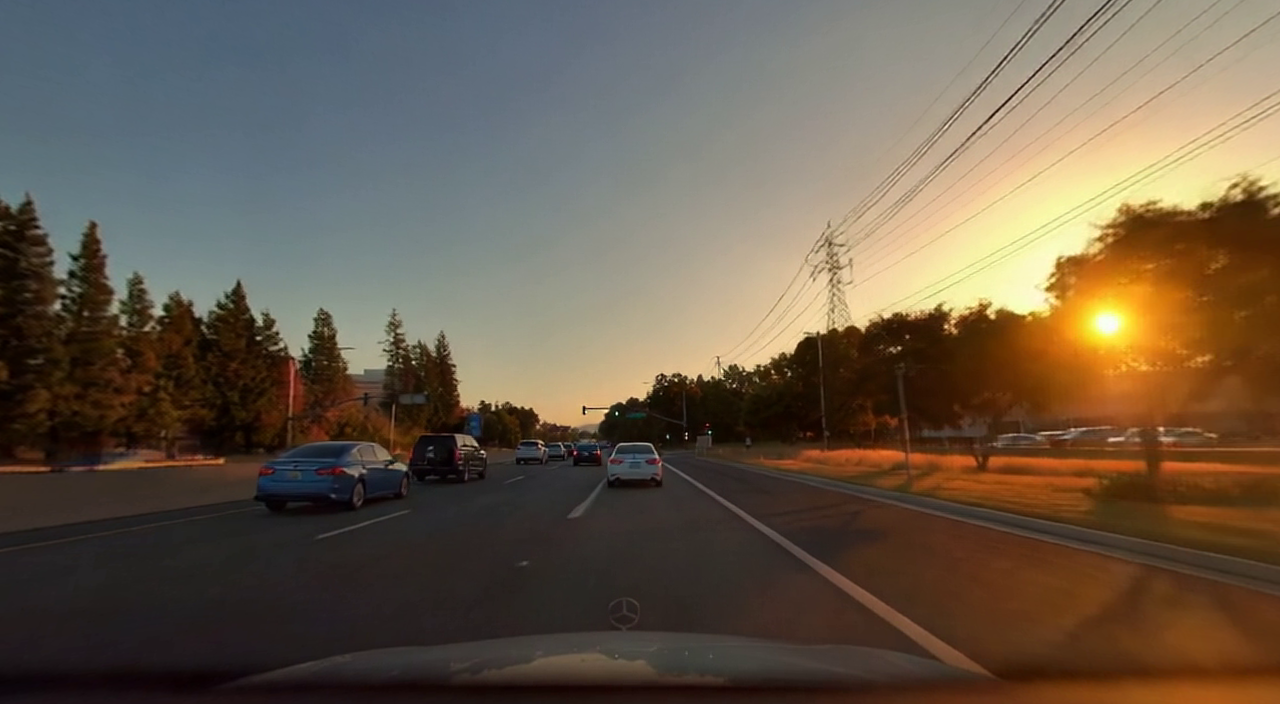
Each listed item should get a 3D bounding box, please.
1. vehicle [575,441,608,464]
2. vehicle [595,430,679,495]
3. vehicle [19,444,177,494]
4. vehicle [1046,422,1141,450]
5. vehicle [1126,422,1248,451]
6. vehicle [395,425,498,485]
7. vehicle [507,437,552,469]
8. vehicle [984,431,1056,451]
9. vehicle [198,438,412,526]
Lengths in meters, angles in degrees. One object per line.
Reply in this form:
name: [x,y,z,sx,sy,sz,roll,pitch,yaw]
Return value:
vehicle: [-3.389,7.110,44.853,2.055,1.510,3.961,0,-8,-1]
vehicle: [-0.109,3.154,18.361,2.140,1.653,4.108,0,-8,-1]
vehicle: [-21.074,4.524,24.896,2.125,1.745,4.550,0,-8,0]
vehicle: [29.539,5.514,41.245,4.554,1.761,2.095,0,-8,0]
vehicle: [29.592,4.625,34.306,4.674,1.485,1.874,-1,-8,6]
vehicle: [-6.755,3.664,22.721,2.144,1.905,4.967,0,-8,0]
vehicle: [-6.435,5.919,37.240,1.914,1.756,4.179,0,-8,0]
vehicle: [29.079,6.808,48.433,4.105,1.306,2.050,-2,-8,1]
vehicle: [-6.545,2.550,13.084,1.900,1.483,4.547,0,-8,0]
